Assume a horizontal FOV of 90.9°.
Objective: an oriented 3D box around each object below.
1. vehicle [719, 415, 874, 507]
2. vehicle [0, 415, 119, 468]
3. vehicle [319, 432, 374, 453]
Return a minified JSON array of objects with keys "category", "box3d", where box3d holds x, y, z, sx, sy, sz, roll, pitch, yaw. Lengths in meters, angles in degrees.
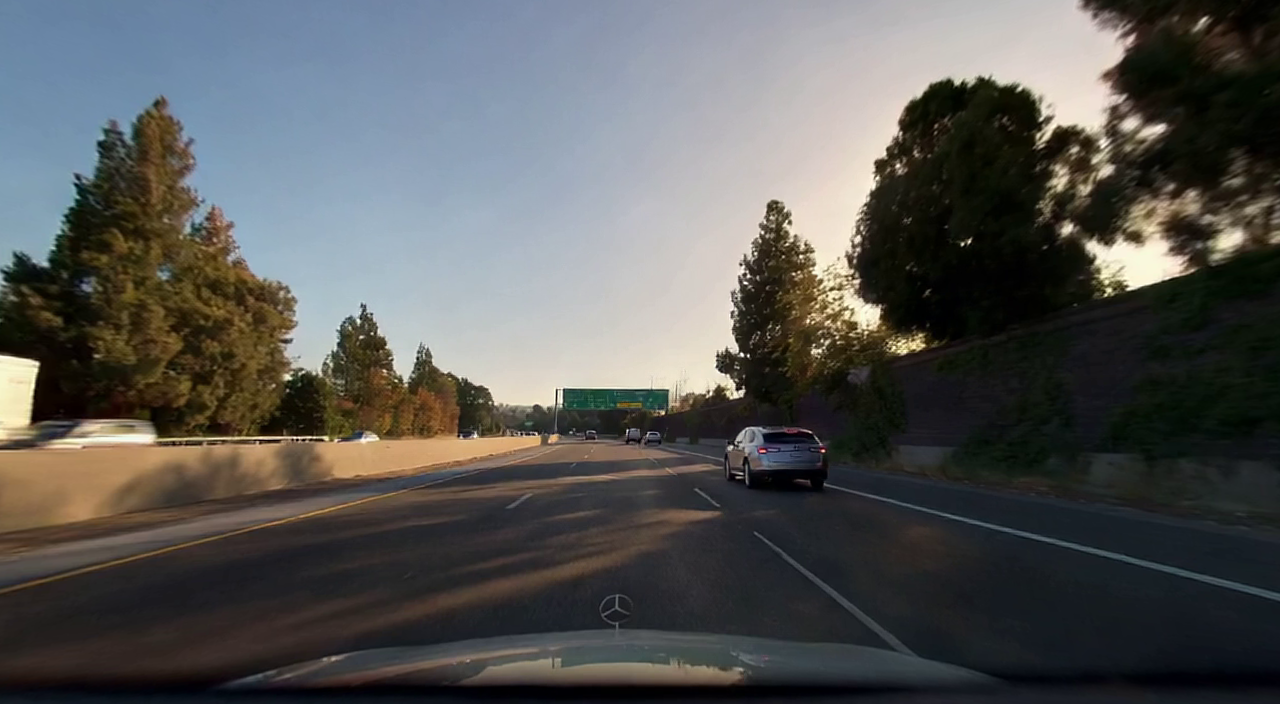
[{"category":"vehicle","box3d":[3.126,2.286,13.668,2.107,1.642,4.331,0,-8,-2]},{"category":"vehicle","box3d":[-20.138,2.980,20.926,1.880,1.575,4.514,0,-8,-2]},{"category":"vehicle","box3d":[-21.488,6.648,46.268,1.908,1.466,4.672,0,-8,-2]}]
